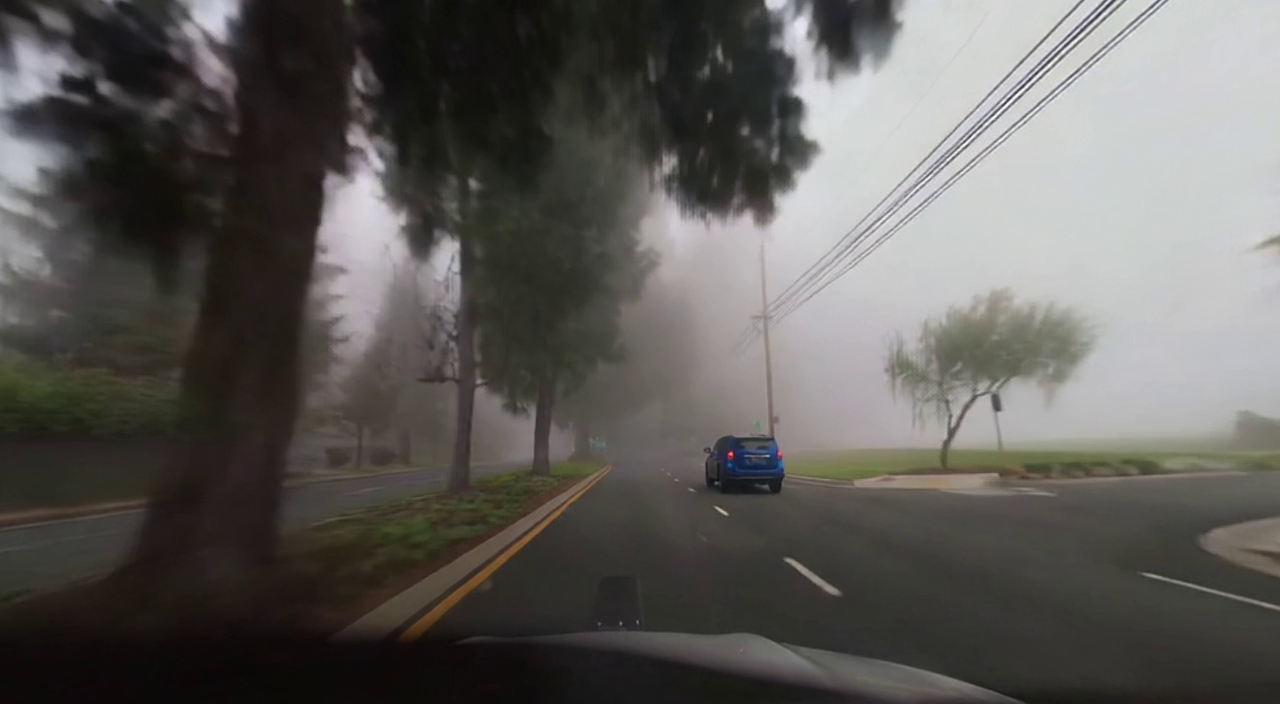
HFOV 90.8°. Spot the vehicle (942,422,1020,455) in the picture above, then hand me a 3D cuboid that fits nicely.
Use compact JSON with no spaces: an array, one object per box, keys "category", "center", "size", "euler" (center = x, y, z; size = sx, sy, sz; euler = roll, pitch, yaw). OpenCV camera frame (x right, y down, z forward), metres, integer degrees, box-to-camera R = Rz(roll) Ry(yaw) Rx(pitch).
[{"category":"vehicle","center":[16.145,4.155,30.159],"size":[1.674,1.455,3.769],"euler":[-1,-9,2]}]

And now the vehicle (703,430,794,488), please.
[{"category":"vehicle","center":[3.632,3.707,22.156],"size":[2.193,1.777,4.772],"euler":[0,-9,-2]}]
